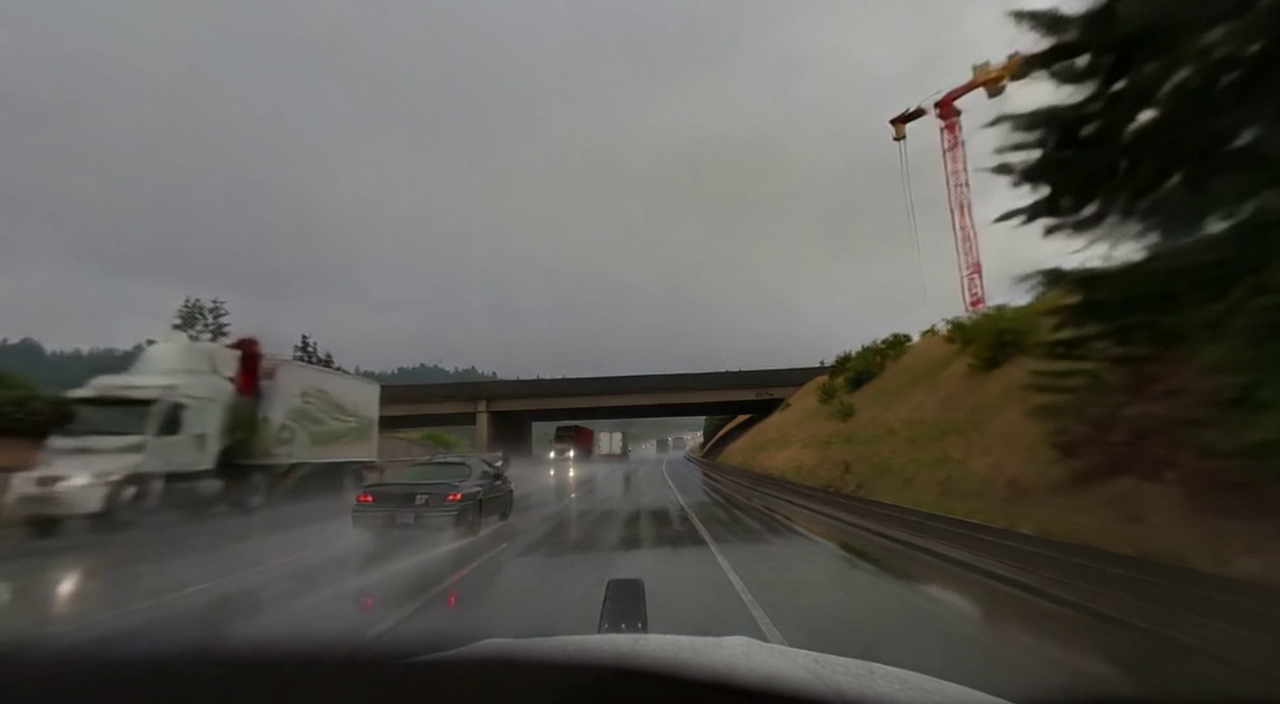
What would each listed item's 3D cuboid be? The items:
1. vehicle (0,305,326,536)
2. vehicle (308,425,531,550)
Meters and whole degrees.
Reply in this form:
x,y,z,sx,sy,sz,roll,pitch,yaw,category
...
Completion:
x,y,z,sx,sy,sz,roll,pitch,yaw,category
-10.045,1.592,13.776,3.012,3.952,5.836,-1,-9,2,vehicle
-3.285,2.118,10.435,2.194,1.648,3.984,0,-9,1,vehicle
